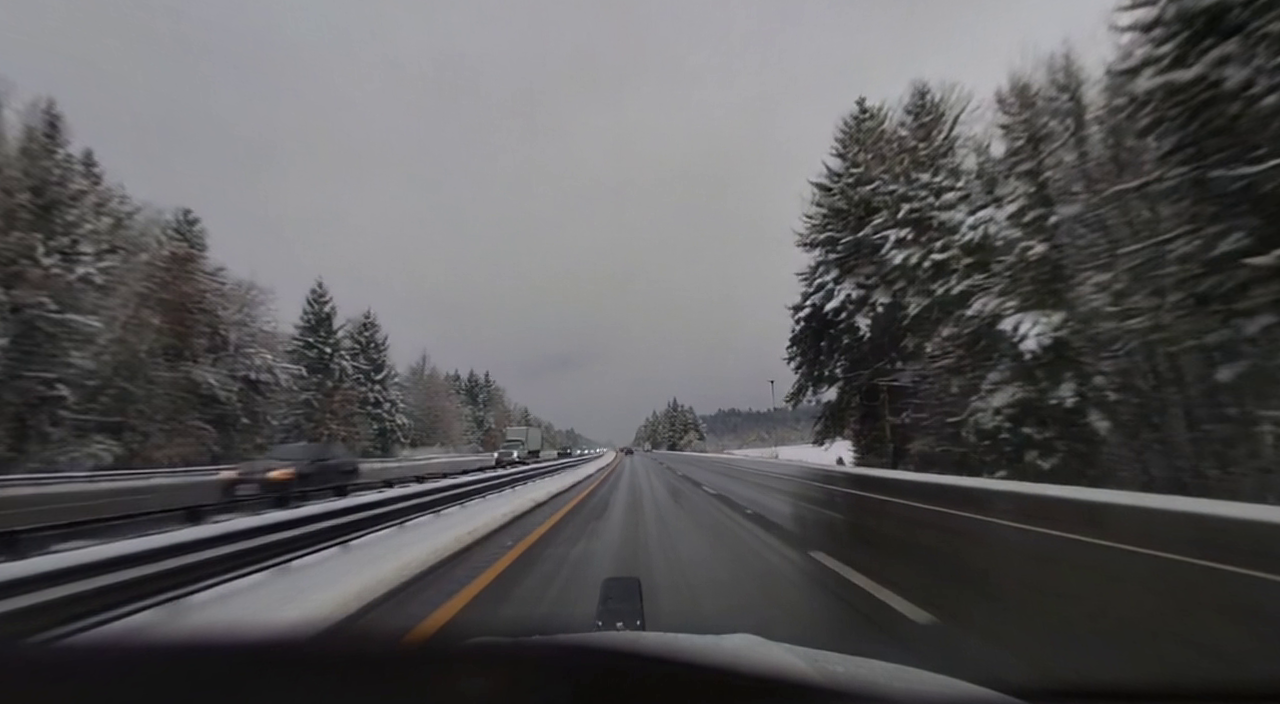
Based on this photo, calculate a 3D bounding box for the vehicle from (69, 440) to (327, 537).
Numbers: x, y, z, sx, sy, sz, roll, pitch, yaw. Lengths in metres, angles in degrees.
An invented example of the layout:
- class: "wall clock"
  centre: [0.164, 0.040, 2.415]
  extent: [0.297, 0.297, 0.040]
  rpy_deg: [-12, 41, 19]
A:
- class: "vehicle"
  centre: [-8.041, 2.485, 12.088]
  extent: [1.895, 1.477, 4.183]
  rpy_deg: [-1, -9, 0]

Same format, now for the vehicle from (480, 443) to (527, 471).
- class: "vehicle"
  centre: [-8.926, 6.889, 41.534]
  extent: [2.167, 1.729, 4.445]
  rpy_deg: [-1, -9, 0]
